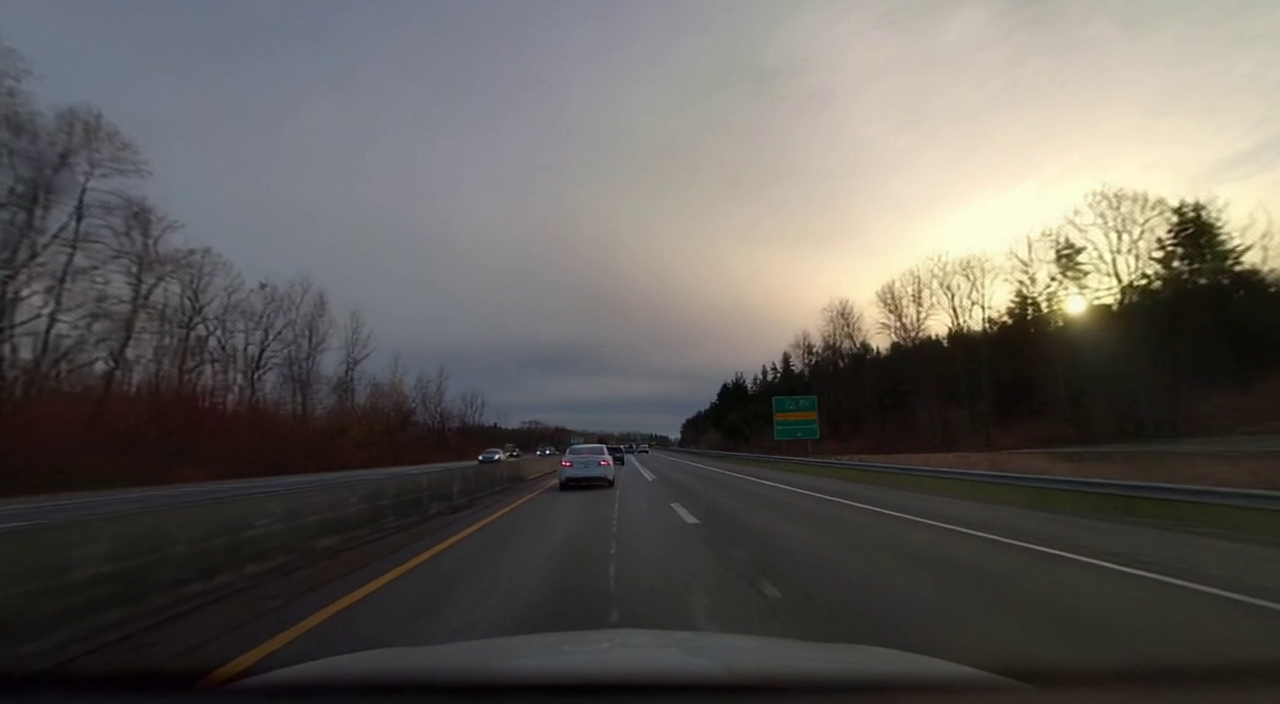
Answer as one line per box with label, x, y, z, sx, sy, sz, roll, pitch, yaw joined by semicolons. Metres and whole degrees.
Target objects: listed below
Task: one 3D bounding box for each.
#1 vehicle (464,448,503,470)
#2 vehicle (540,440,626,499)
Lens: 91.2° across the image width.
vehicle;-11.652;8.014;46.973;1.990;1.539;4.498;0;-9;-2
vehicle;-1.563;3.394;18.449;2.244;1.506;4.097;0;-9;-2
